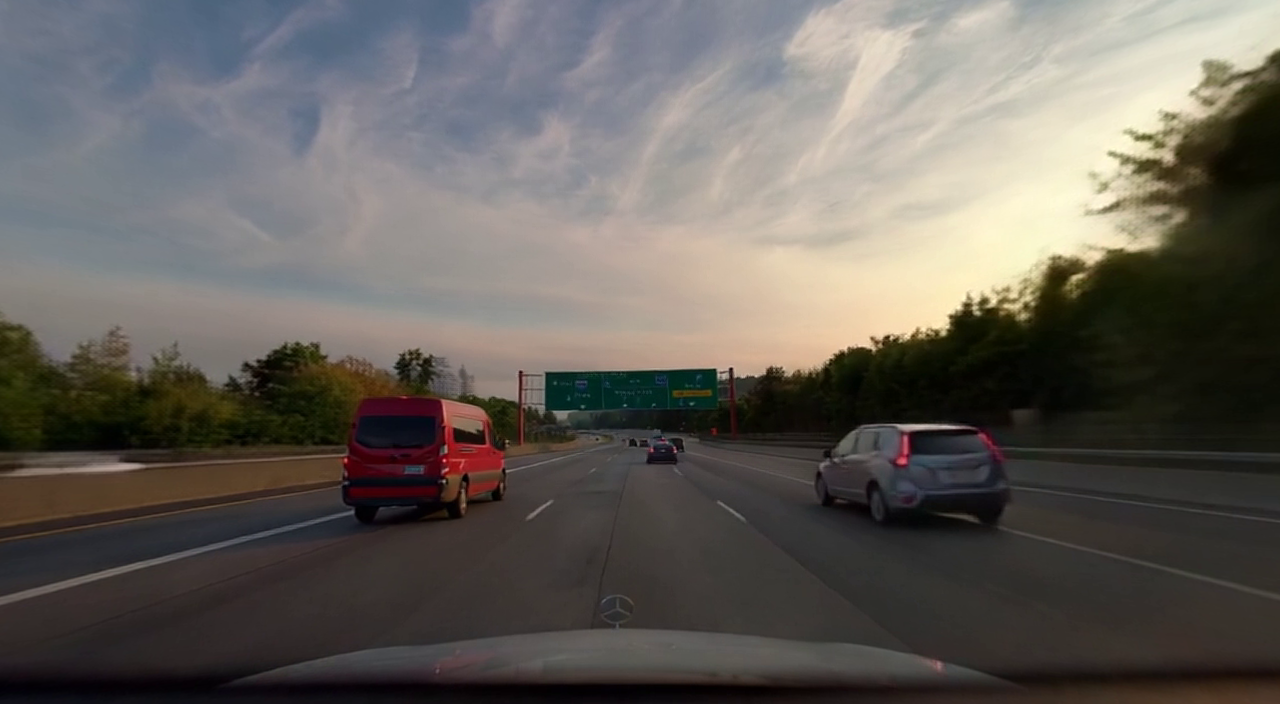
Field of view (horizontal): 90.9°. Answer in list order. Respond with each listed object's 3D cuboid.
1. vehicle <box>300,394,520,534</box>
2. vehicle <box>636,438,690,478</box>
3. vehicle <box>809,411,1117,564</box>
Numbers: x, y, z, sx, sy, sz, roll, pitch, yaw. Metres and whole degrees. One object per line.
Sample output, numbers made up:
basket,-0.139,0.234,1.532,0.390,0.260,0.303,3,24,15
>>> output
vehicle,-3.886,1.995,11.933,2.275,2.053,5.082,0,-8,-1
vehicle,0.849,4.222,25.421,2.020,1.464,3.803,0,-8,0
vehicle,4.113,1.767,9.135,1.996,1.638,4.496,0,-8,-1
